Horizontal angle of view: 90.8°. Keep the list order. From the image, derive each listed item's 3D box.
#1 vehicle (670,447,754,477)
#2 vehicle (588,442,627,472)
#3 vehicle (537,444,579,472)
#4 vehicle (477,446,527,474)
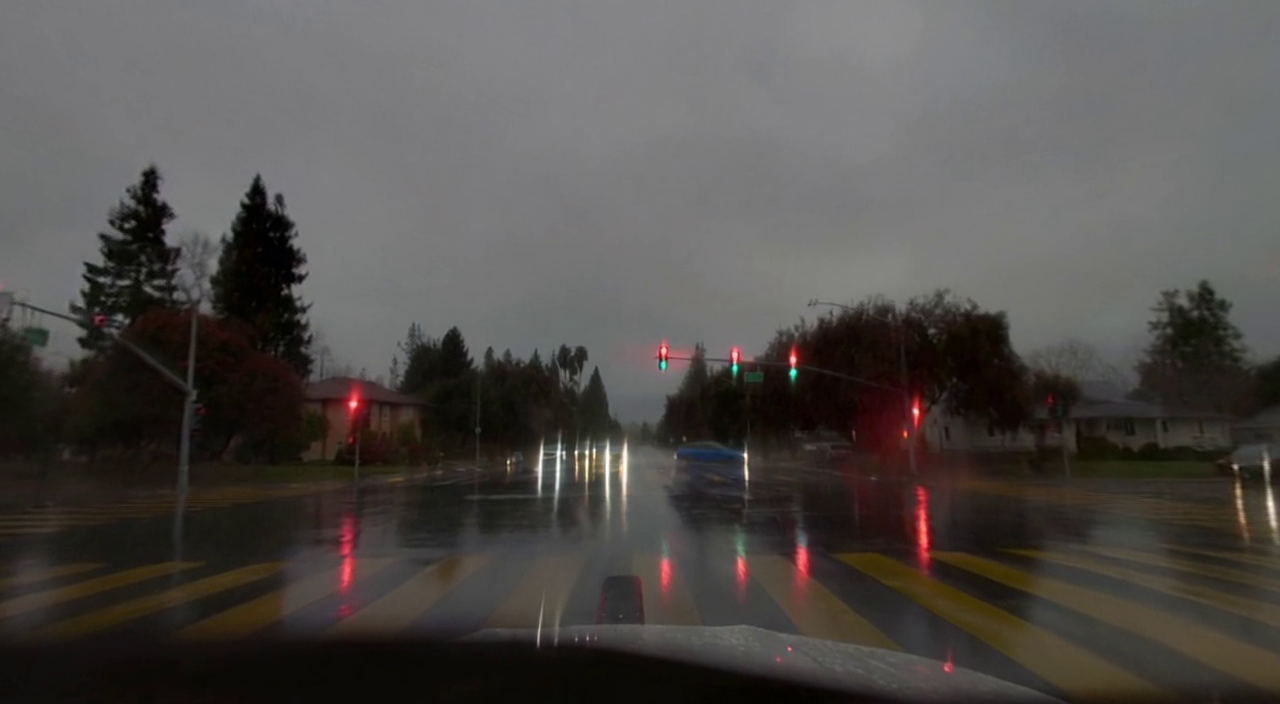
[{"bbox_3d":[3.724,5.750,33.218,4.118,1.491,2.046,0,-8,-1],"label":"vehicle"},{"bbox_3d":[-2.073,6.952,41.976,2.355,1.868,5.125,0,-9,0],"label":"vehicle"},{"bbox_3d":[-5.232,6.801,40.726,2.091,1.707,4.157,0,-9,1],"label":"vehicle"},{"bbox_3d":[-8.659,6.770,40.035,2.028,1.654,5.027,0,-9,0],"label":"vehicle"}]
